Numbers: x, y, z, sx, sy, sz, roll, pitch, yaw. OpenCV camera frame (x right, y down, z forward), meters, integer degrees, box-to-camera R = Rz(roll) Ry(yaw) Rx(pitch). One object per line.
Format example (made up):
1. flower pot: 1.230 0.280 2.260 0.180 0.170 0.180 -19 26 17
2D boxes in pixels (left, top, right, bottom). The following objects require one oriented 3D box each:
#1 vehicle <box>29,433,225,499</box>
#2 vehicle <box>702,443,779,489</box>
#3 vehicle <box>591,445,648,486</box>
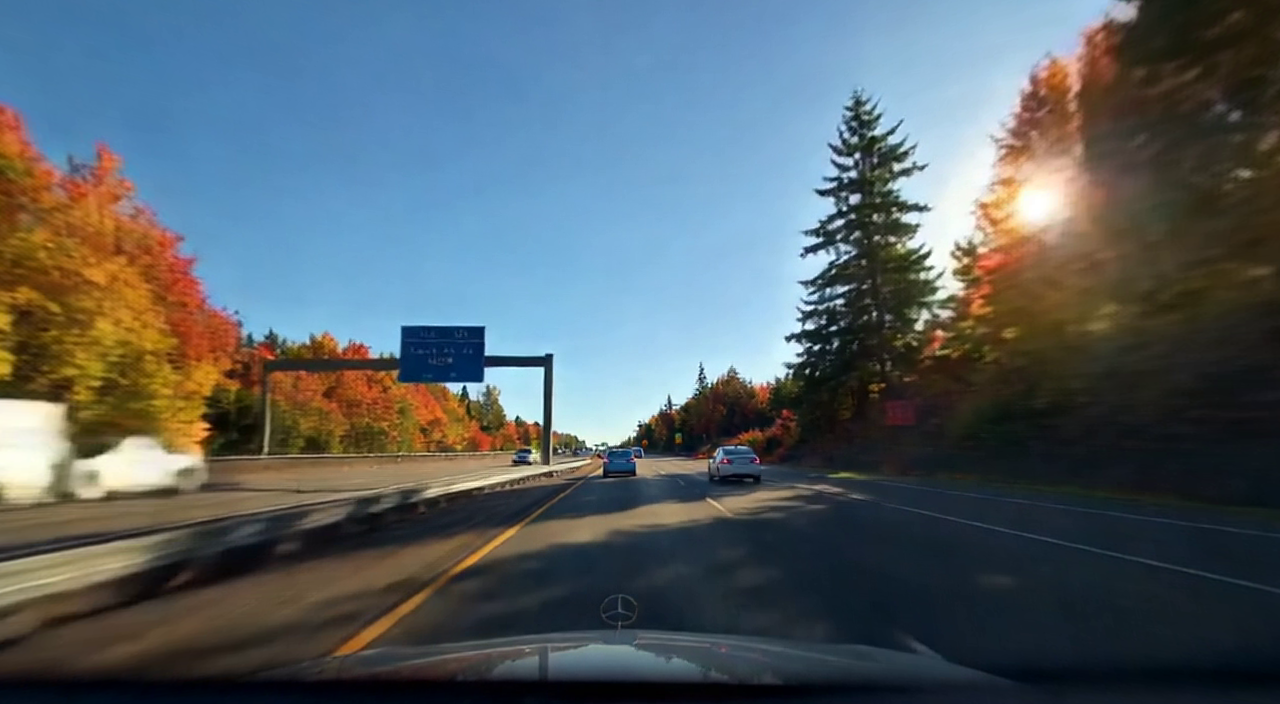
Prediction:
1. vehicle: -13.719 3.059 17.149 2.006 1.561 3.971 0 -9 -1
2. vehicle: 3.782 4.354 24.320 2.300 1.595 4.144 0 -9 0
3. vehicle: -0.784 4.550 25.479 2.128 1.516 4.410 0 -9 0
